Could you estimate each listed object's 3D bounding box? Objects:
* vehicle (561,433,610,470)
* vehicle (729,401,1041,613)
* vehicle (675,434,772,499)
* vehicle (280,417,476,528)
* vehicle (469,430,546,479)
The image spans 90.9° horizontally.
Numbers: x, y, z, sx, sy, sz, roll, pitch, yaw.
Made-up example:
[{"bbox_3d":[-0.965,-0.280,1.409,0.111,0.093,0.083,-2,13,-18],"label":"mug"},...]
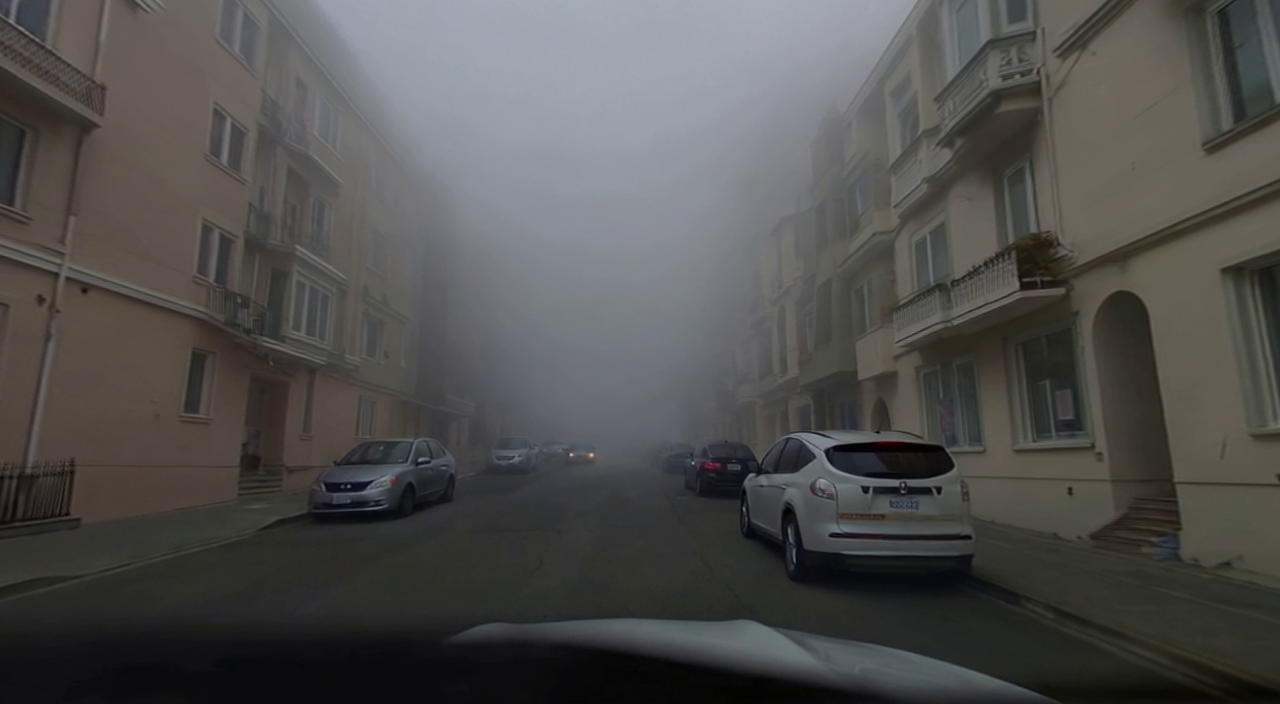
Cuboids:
[{"bbox_3d":[-2.375,4.414,28.179,1.845,1.544,3.388,0,-8,0],"label":"vehicle"},{"bbox_3d":[2.245,1.506,7.073,1.839,1.678,3.918,0,-8,-1],"label":"vehicle"},{"bbox_3d":[1.998,2.871,16.337,1.786,1.447,4.314,0,-8,-2],"label":"vehicle"},{"bbox_3d":[-4.549,2.189,11.800,1.883,1.499,4.426,6,-10,-3],"label":"vehicle"},{"bbox_3d":[-4.830,3.809,23.480,1.942,1.521,3.761,5,-9,0],"label":"vehicle"}]
